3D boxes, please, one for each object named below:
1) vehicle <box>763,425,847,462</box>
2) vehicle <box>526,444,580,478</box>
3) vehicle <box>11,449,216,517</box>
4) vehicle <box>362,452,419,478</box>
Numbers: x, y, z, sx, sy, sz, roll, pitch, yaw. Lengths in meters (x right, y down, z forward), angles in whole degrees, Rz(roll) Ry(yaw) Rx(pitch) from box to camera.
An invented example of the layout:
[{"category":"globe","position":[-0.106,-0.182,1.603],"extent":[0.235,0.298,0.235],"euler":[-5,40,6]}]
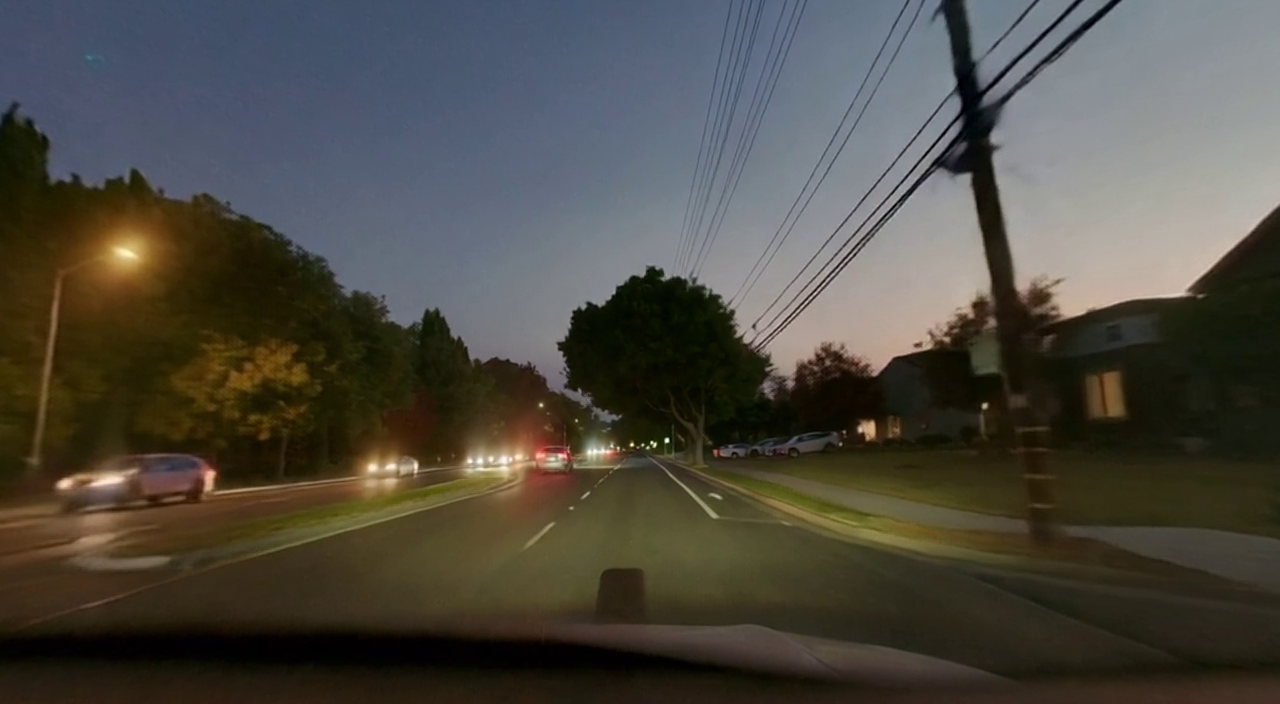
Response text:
[{"category":"vehicle","position":[10.653,5.972,40.967],"extent":[4.610,1.853,2.265],"euler":[-6,-9,-4]},{"category":"vehicle","position":[-4.112,5.223,30.559],"extent":[2.084,1.466,4.522],"euler":[1,-9,-2]},{"category":"vehicle","position":[-14.731,3.639,18.095],"extent":[1.948,1.632,4.579],"euler":[1,-9,-2]},{"category":"vehicle","position":[-16.163,7.310,41.046],"extent":[1.890,1.490,4.494],"euler":[1,-9,0]}]
